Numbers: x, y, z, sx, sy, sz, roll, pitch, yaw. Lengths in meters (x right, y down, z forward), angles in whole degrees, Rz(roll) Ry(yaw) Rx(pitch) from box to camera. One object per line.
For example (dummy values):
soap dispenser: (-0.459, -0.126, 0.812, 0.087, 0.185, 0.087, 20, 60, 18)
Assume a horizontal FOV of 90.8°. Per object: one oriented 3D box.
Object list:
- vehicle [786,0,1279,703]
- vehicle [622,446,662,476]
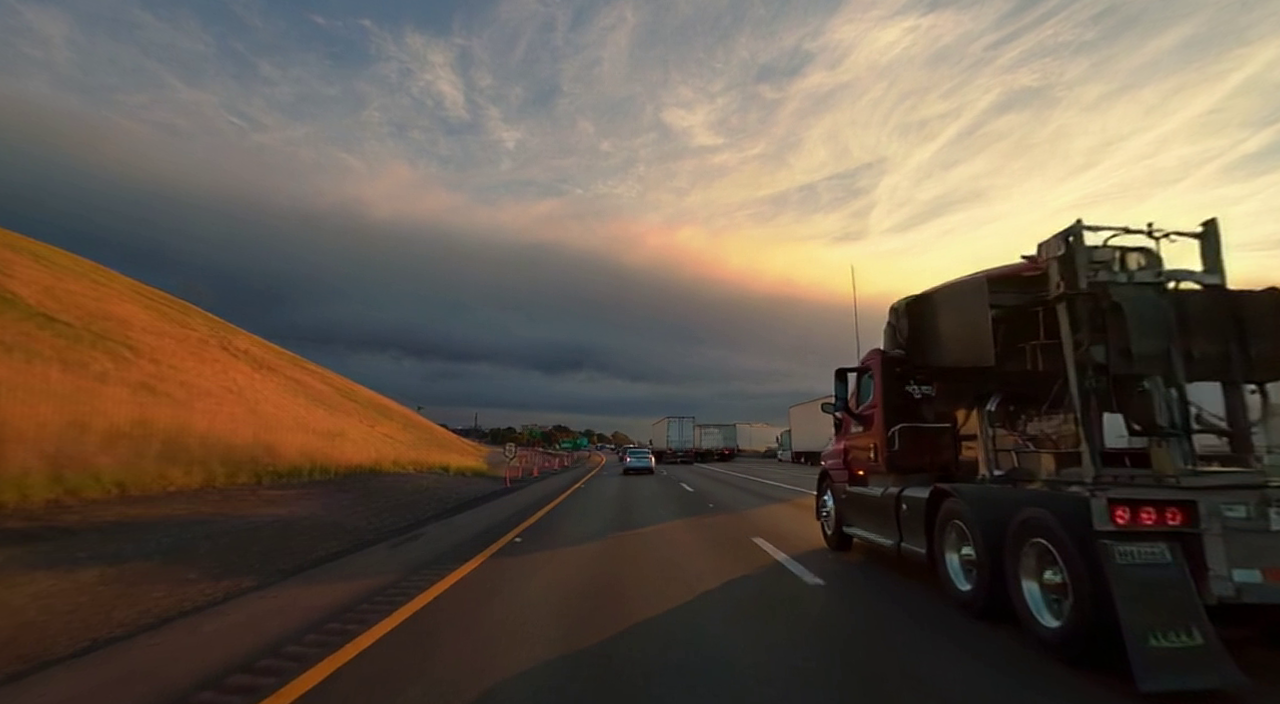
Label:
vehicle: (3.671, 0.286, 6.009, 2.990, 3.934, 6.180, 0, -9, 0)
vehicle: (0.055, 5.463, 31.792, 1.927, 1.437, 3.794, 0, -9, -1)
